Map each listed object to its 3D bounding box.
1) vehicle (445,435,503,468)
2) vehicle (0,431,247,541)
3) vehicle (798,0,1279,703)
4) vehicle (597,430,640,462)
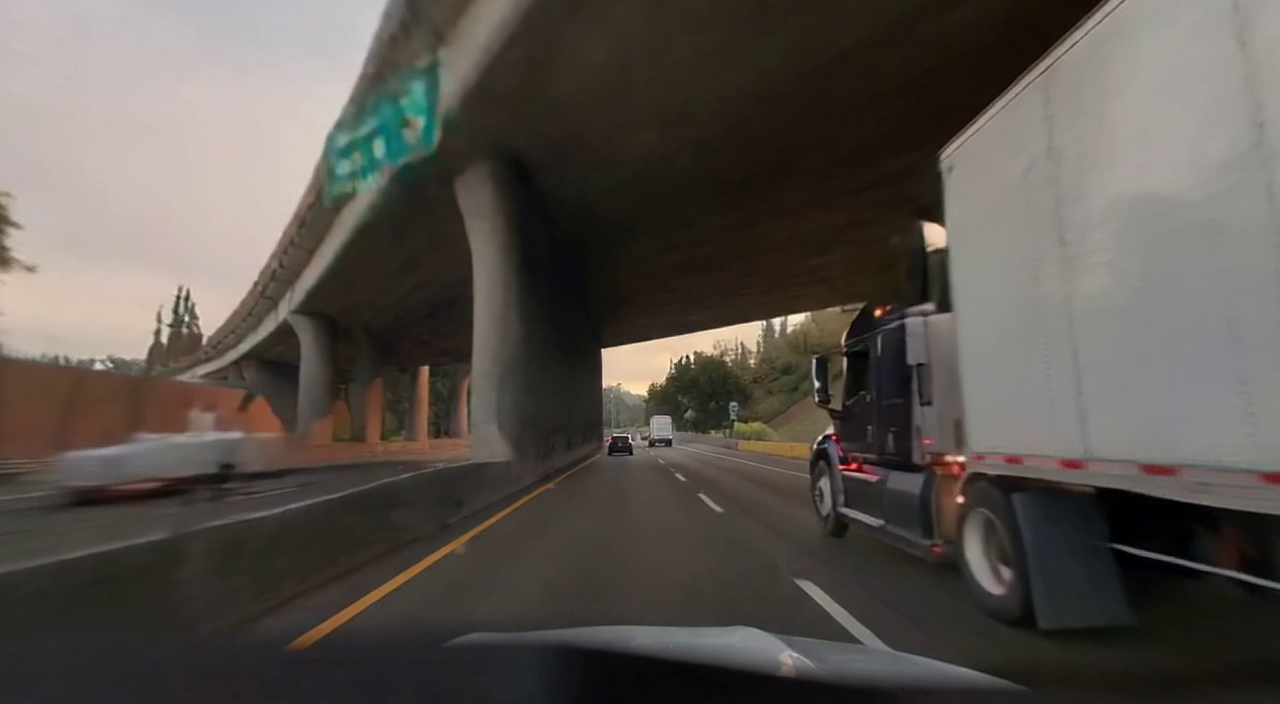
[{"bbox_3d":[-9.356,5.642,35.972,2.131,1.735,4.711,0,-8,-1],"label":"vehicle"},{"bbox_3d":[-10.416,2.549,12.851,1.996,1.822,4.451,0,-8,-2],"label":"vehicle"},{"bbox_3d":[4.055,0.045,4.975,2.955,3.940,9.037,0,-8,-2],"label":"vehicle"},{"bbox_3d":[-1.078,4.882,32.822,2.095,1.557,3.963,0,-8,-1],"label":"vehicle"}]
